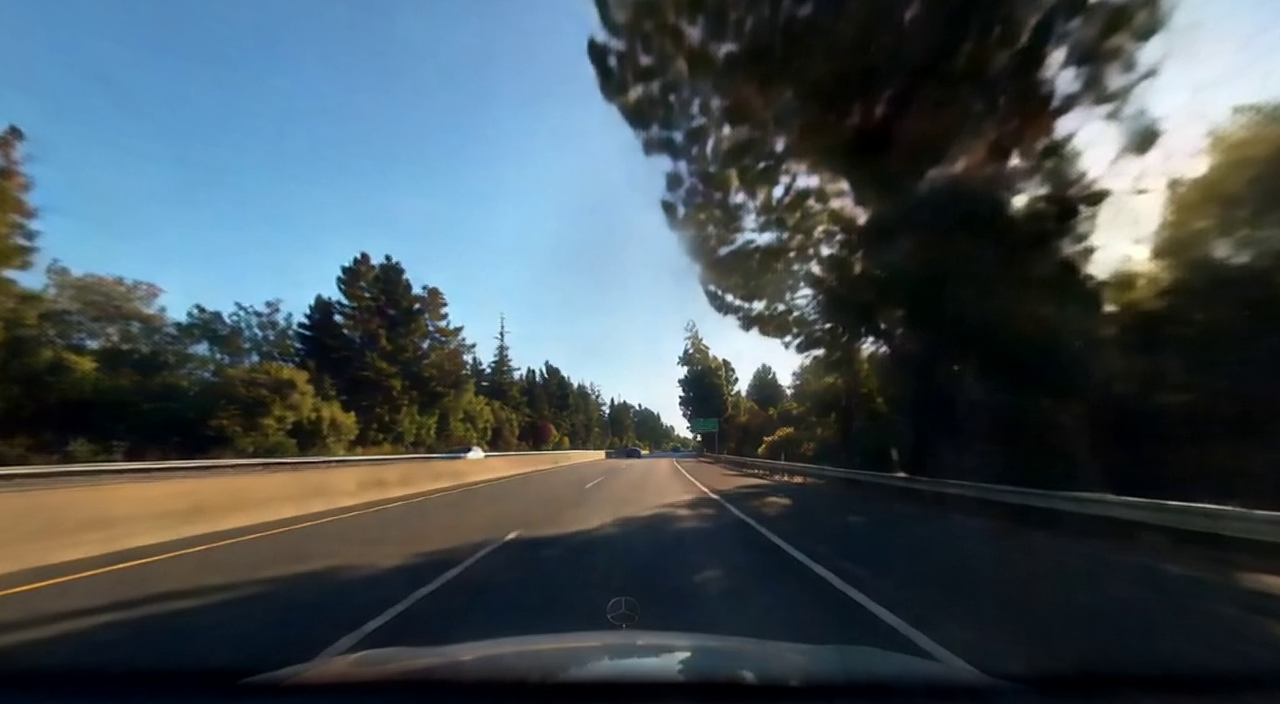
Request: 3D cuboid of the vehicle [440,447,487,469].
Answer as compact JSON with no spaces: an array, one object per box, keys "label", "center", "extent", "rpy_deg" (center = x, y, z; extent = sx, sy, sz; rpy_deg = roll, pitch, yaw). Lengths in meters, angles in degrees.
[{"label":"vehicle","center":[-12.752,7.660,45.797],"extent":[1.928,1.475,4.571],"rpy_deg":[0,-9,2]}]
